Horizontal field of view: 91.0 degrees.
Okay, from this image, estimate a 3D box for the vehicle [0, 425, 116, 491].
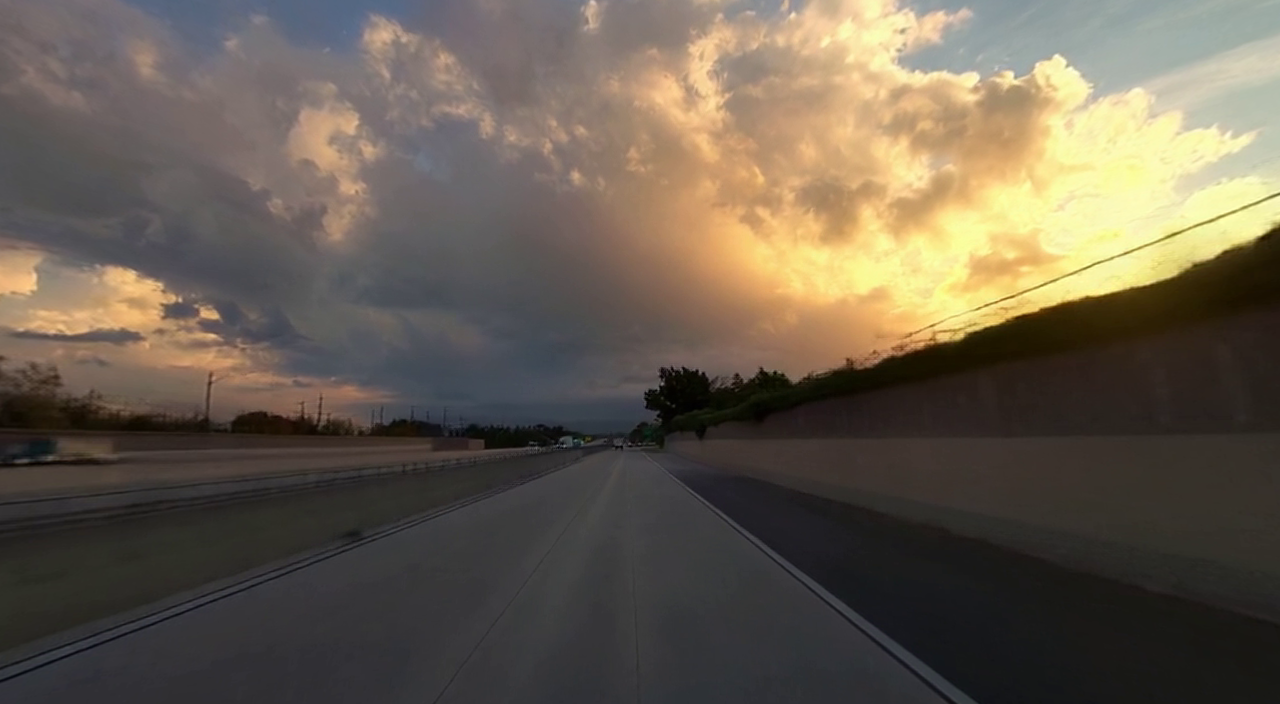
[{"bbox_3d":[-29.700,5.117,30.804,2.547,2.870,6.947,0,-8,-5],"label":"vehicle"}]
